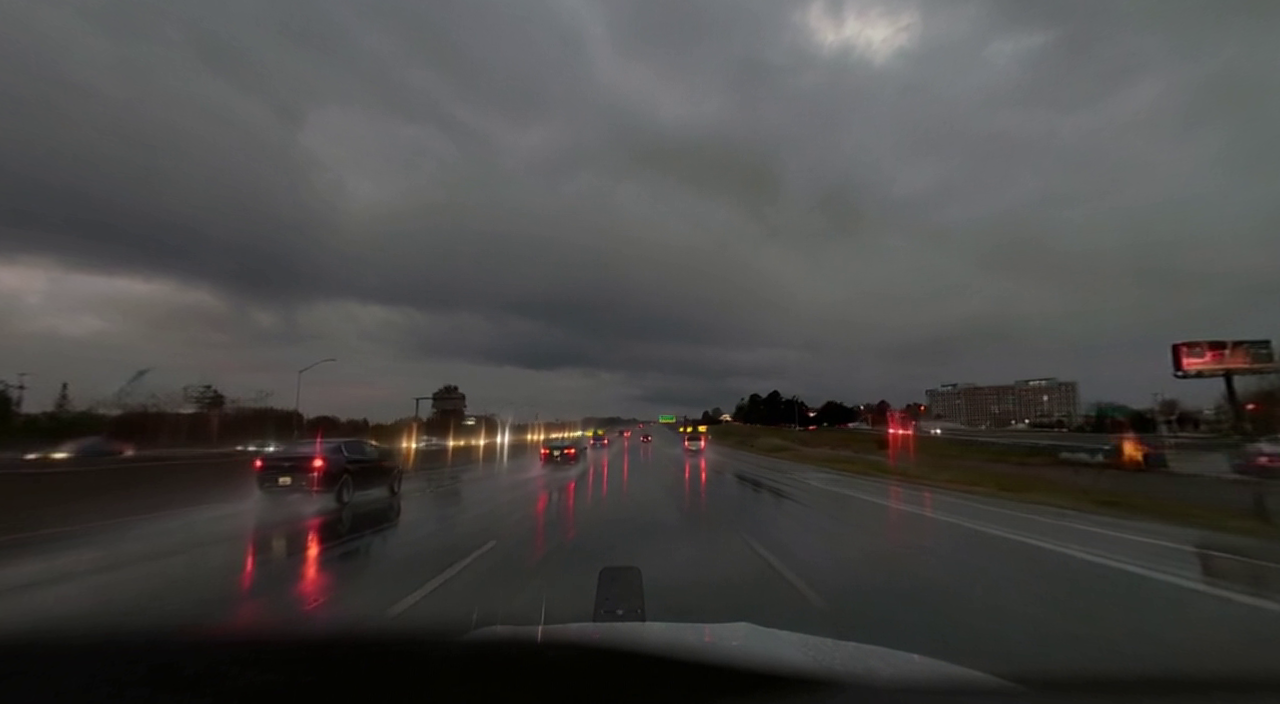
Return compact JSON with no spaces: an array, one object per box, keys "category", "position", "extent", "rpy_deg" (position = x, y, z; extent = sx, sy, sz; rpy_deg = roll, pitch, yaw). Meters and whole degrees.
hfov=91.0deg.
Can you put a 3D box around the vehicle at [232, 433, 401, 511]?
[{"category":"vehicle","position":[-7.156,2.670,14.413],"extent":[1.865,1.518,3.620],"rpy_deg":[0,-9,1]}]

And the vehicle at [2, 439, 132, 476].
[{"category":"vehicle","position":[-27.051,4.990,29.960],"extent":[1.943,1.590,4.436],"rpy_deg":[0,-9,0]}]

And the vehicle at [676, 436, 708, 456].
[{"category":"vehicle","position":[4.055,7.449,49.813],"extent":[2.135,1.532,4.506],"rpy_deg":[0,-9,0]}]

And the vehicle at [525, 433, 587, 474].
[{"category":"vehicle","position":[-3.462,4.289,26.766],"extent":[2.001,1.577,4.055],"rpy_deg":[0,-9,1]}]
